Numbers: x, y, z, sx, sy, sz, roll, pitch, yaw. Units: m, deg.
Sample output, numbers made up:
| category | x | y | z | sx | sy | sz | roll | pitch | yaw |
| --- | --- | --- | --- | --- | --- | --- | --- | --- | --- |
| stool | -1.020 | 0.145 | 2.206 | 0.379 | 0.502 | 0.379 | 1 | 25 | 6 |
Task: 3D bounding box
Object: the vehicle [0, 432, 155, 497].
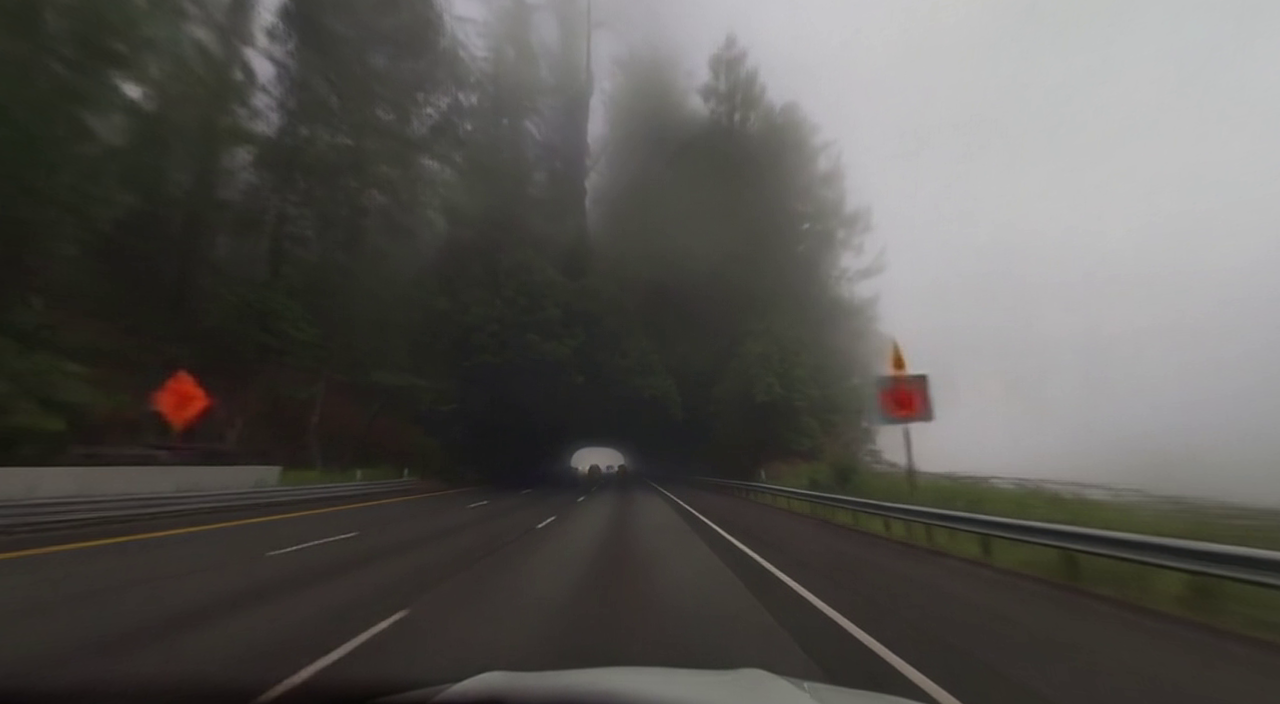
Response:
| category | x | y | z | sx | sy | sz | roll | pitch | yaw |
| --- | --- | --- | --- | --- | --- | --- | --- | --- | --- |
| vehicle | -16.527 | 3.219 | 18.068 | 1.970 | 1.612 | 3.987 | 1 | -10 | 0 |
